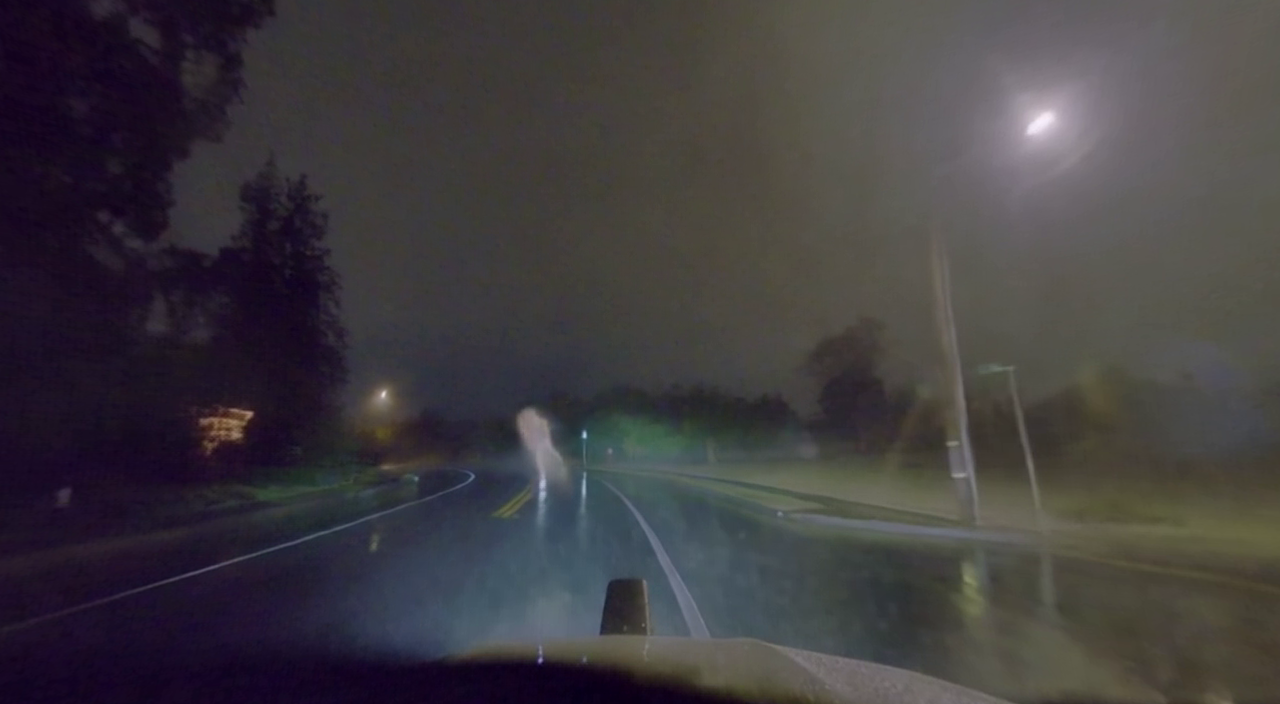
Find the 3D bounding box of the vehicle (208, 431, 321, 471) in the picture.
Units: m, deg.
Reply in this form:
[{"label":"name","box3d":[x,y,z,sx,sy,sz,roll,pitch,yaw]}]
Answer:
[{"label":"vehicle","box3d":[-18.674,4.918,31.432,4.562,1.857,2.129,-1,-9,16]}]
